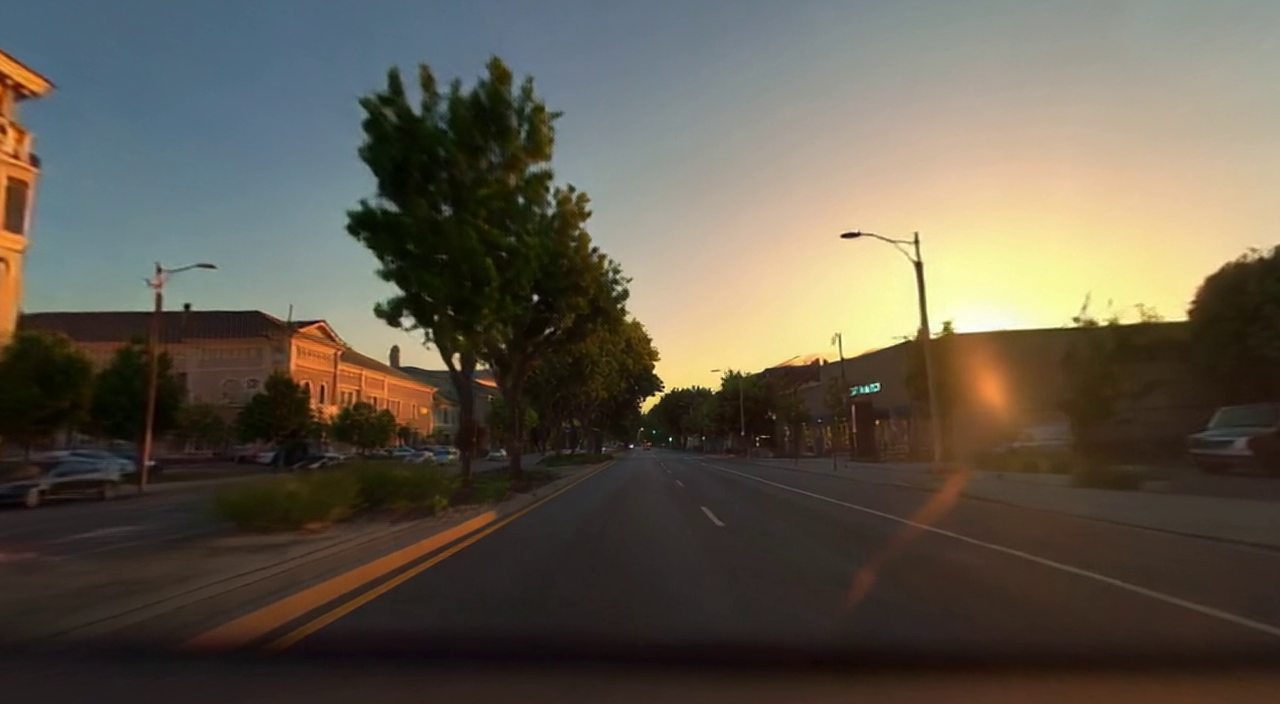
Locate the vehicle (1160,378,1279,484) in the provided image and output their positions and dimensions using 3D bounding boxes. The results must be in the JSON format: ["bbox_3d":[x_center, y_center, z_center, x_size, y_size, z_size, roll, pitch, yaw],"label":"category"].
[{"bbox_3d":[21.652,2.629,20.603,2.977,3.311,6.892,0,-9,-1],"label":"vehicle"}]

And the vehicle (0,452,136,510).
[{"bbox_3d":[-19.171,4.024,20.032,2.071,1.595,4.822,0,-9,1],"label":"vehicle"}]

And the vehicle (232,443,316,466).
[{"bbox_3d":[-26.413,7.415,45.470,4.727,1.611,1.960,1,-9,-7],"label":"vehicle"}]

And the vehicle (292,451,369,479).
[{"bbox_3d":[-18.806,6.867,38.441,2.121,1.567,5.042,0,-9,0],"label":"vehicle"}]
